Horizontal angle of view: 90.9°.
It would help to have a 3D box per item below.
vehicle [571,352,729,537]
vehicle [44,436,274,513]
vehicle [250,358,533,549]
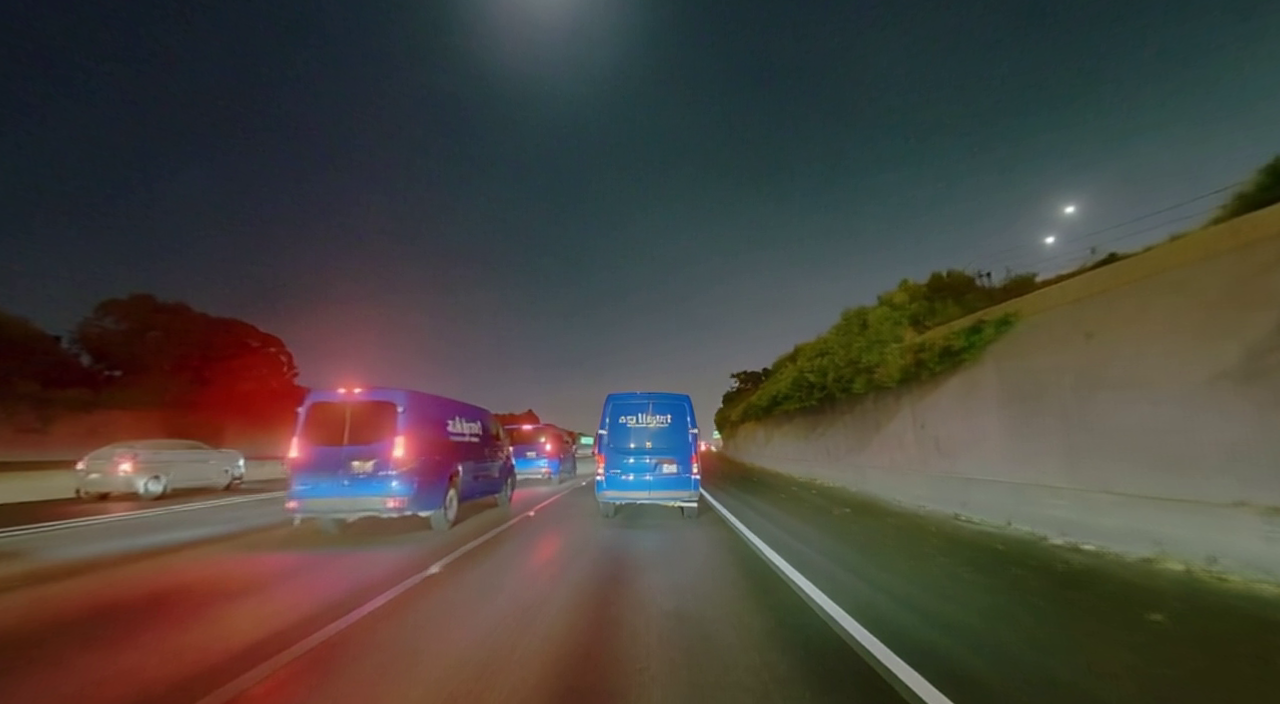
[{"bbox_3d":[0.155,1.824,12.576,2.316,2.738,6.398,0,-9,0],"label":"vehicle"},{"bbox_3d":[-11.038,2.814,15.000,1.839,1.524,4.449,0,-8,2],"label":"vehicle"},{"bbox_3d":[-3.635,1.691,10.871,2.729,2.439,5.418,0,-8,-1],"label":"vehicle"}]
